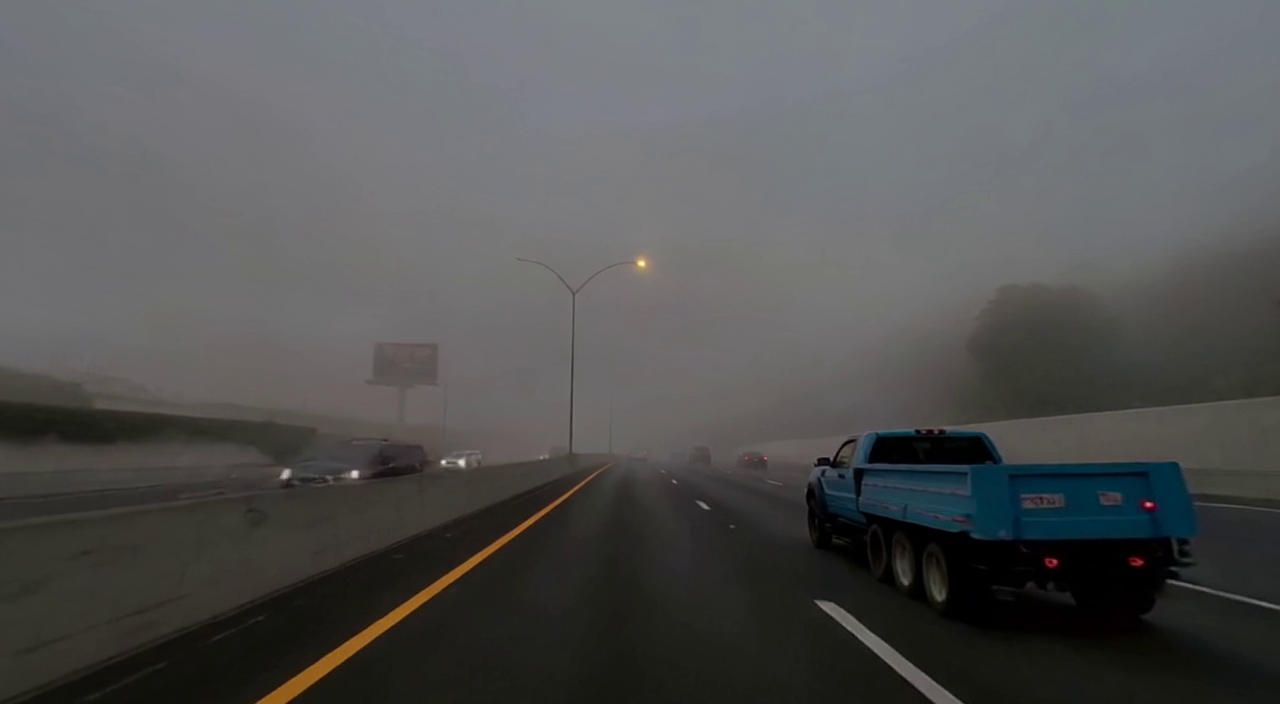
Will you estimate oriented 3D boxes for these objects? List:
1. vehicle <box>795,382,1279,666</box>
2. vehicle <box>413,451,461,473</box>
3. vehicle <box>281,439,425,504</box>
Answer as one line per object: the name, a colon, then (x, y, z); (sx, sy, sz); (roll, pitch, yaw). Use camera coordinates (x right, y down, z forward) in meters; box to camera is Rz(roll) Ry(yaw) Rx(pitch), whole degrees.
vehicle: (3.080, 1.375, 6.146); (1.973, 1.710, 4.476); (0, -9, 0)
vehicle: (-14.690, 7.991, 45.971); (1.877, 1.481, 4.684); (0, -9, 0)
vehicle: (-7.500, 3.139, 17.027); (2.035, 1.508, 3.950); (0, -9, 0)
